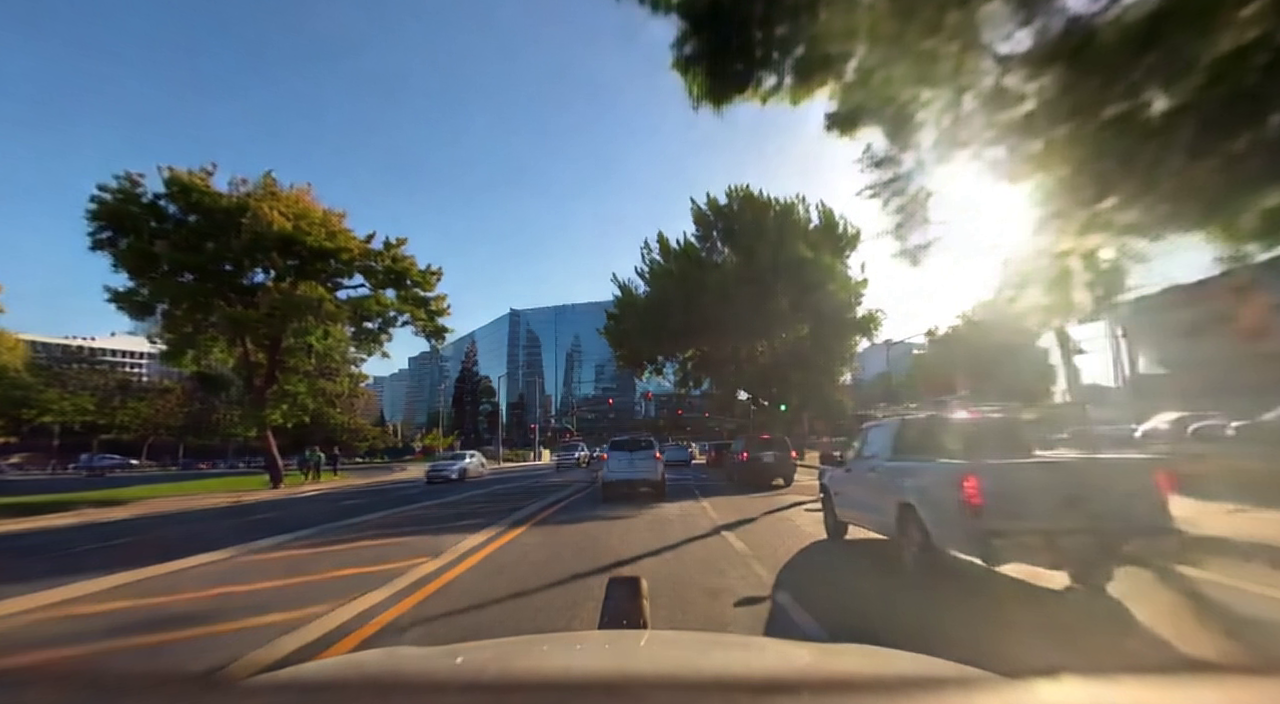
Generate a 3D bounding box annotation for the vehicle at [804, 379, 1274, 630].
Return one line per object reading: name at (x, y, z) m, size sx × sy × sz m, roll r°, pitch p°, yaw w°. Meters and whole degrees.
vehicle at (3.434, 1.431, 6.869) m, size 2.114 × 1.765 × 4.647 m, roll 0°, pitch -9°, yaw 1°

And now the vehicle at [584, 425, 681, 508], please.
vehicle at (-0.050, 2.803, 15.779) m, size 2.113 × 1.768 × 3.901 m, roll 0°, pitch -9°, yaw 4°

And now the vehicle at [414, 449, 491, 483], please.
vehicle at (-9.014, 5.510, 30.855) m, size 1.953 × 1.476 × 4.747 m, roll -1°, pitch -9°, yaw 5°

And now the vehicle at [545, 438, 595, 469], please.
vehicle at (-4.789, 7.110, 44.232) m, size 2.355 × 2.005 × 5.673 m, roll -1°, pitch -9°, yaw 6°

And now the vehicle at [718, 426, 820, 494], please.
vehicle at (3.959, 3.464, 20.569) m, size 2.317 × 1.857 × 5.940 m, roll 0°, pitch -9°, yaw 2°
